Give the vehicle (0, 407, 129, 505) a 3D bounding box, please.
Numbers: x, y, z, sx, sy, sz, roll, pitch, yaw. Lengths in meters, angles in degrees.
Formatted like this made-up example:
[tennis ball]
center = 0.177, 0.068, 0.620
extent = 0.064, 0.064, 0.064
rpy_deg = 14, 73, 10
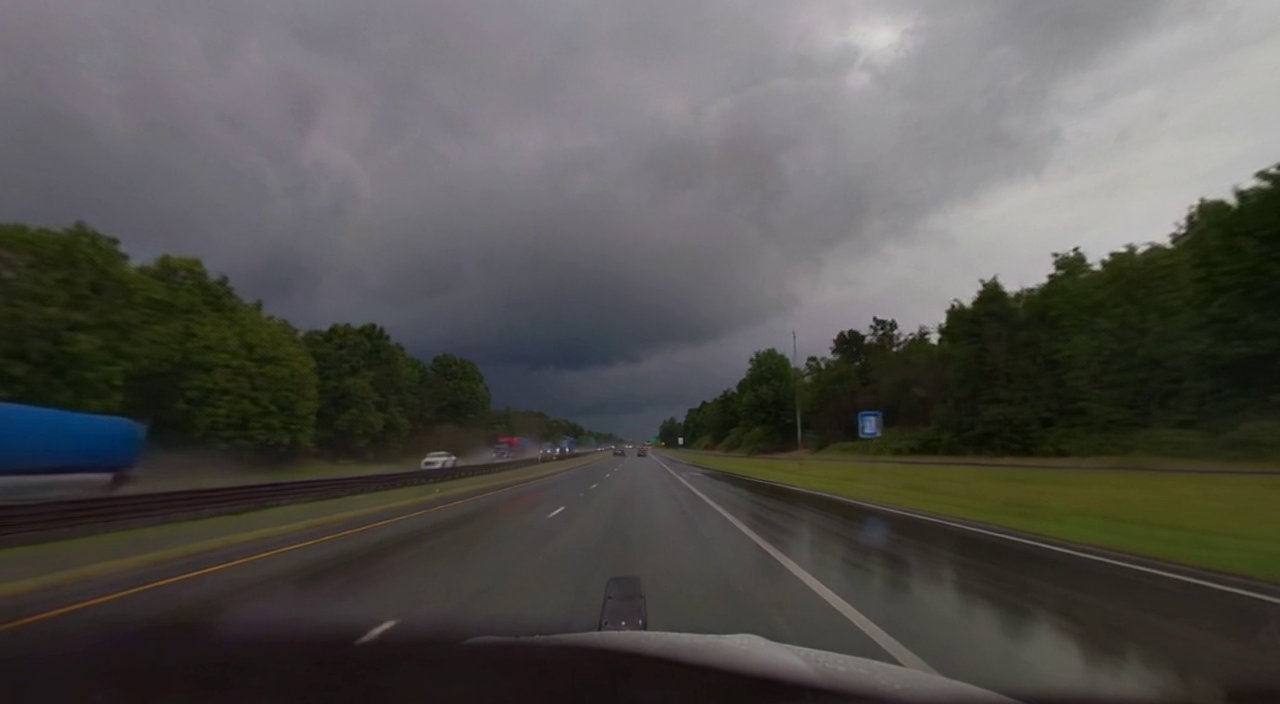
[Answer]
[vehicle]
center = -22.605, 3.485, 21.067
extent = 2.851, 3.200, 9.549
rpy_deg = 0, -9, 1
